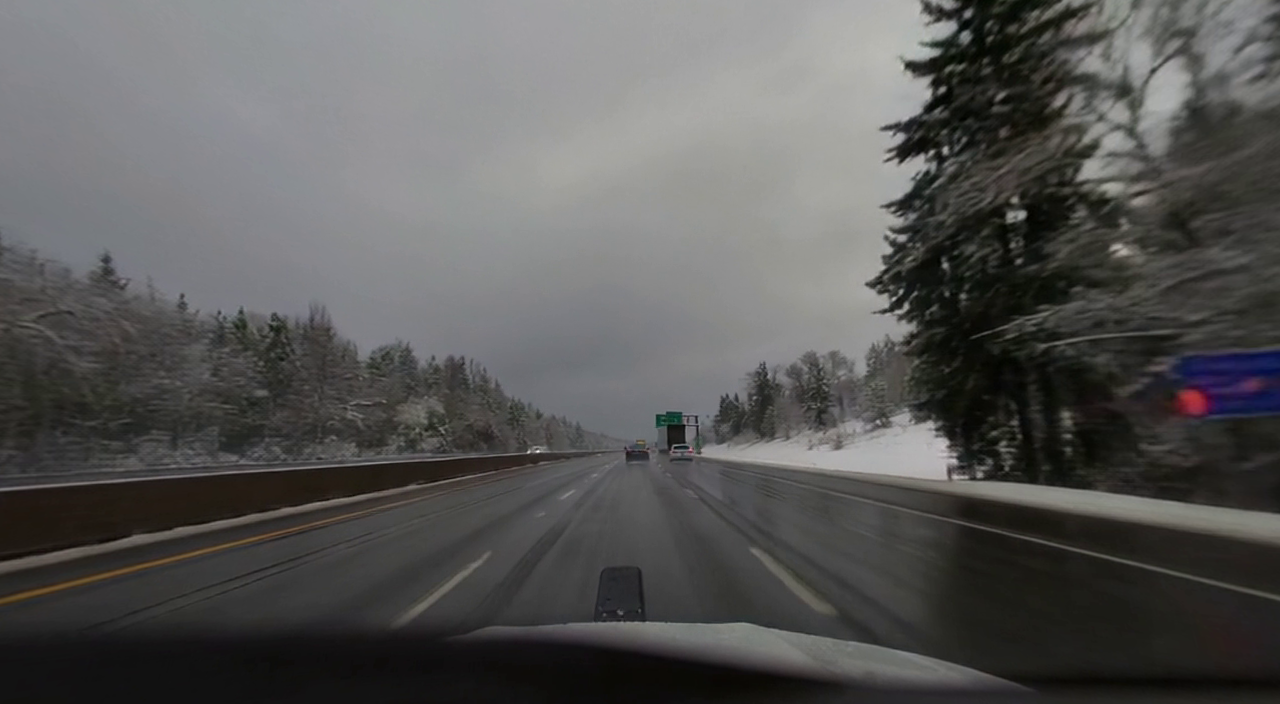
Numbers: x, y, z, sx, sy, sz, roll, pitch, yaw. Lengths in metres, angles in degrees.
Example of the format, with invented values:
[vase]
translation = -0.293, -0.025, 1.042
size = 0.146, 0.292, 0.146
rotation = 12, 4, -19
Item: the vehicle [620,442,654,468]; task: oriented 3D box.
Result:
[vehicle]
translation = -0.229, 6.818, 42.015
size = 2.173, 1.598, 4.293
rotation = 0, -9, -1
